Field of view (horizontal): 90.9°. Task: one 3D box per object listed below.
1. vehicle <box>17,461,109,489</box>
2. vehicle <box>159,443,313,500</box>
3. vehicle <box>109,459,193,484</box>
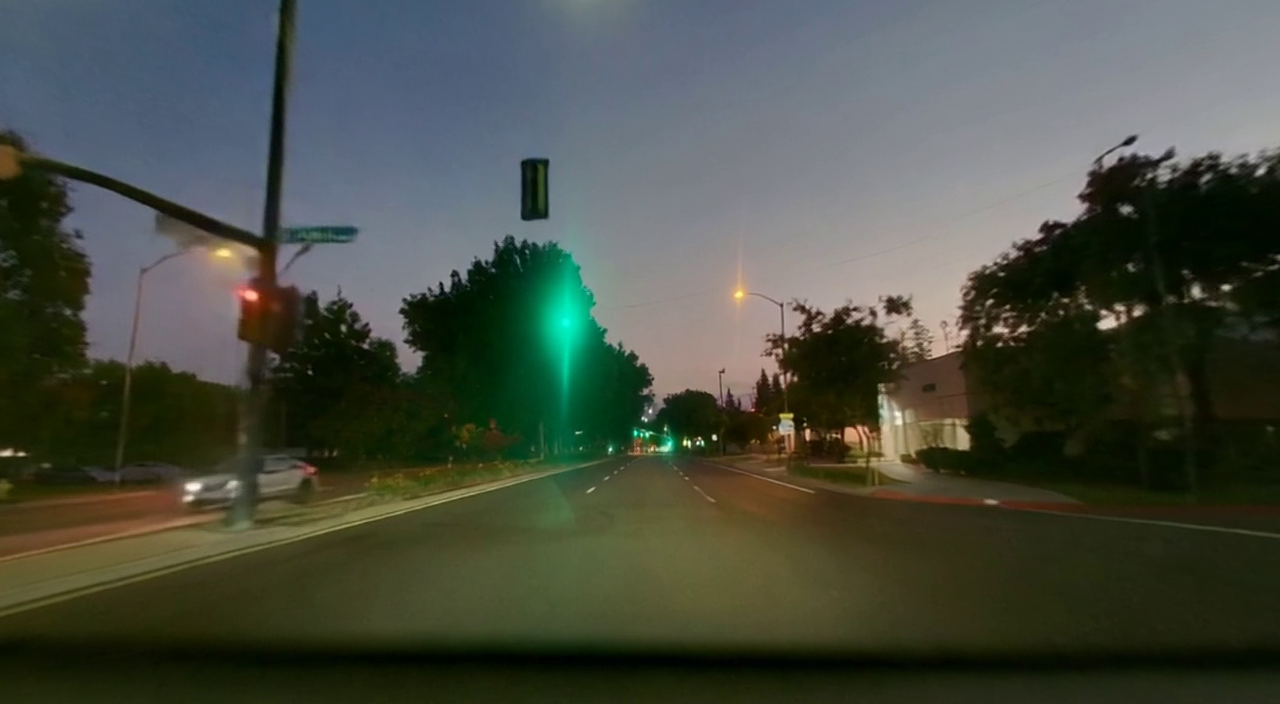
[{"bbox_3d":[-37.211,7.928,40.803,1.796,1.451,4.459,-4,-8,0],"label":"vehicle"},{"bbox_3d":[-12.230,3.613,19.496,1.882,1.541,4.280,0,-9,0],"label":"vehicle"},{"bbox_3d":[-31.818,7.764,41.183,1.876,1.470,4.706,1,-9,-2],"label":"vehicle"}]
